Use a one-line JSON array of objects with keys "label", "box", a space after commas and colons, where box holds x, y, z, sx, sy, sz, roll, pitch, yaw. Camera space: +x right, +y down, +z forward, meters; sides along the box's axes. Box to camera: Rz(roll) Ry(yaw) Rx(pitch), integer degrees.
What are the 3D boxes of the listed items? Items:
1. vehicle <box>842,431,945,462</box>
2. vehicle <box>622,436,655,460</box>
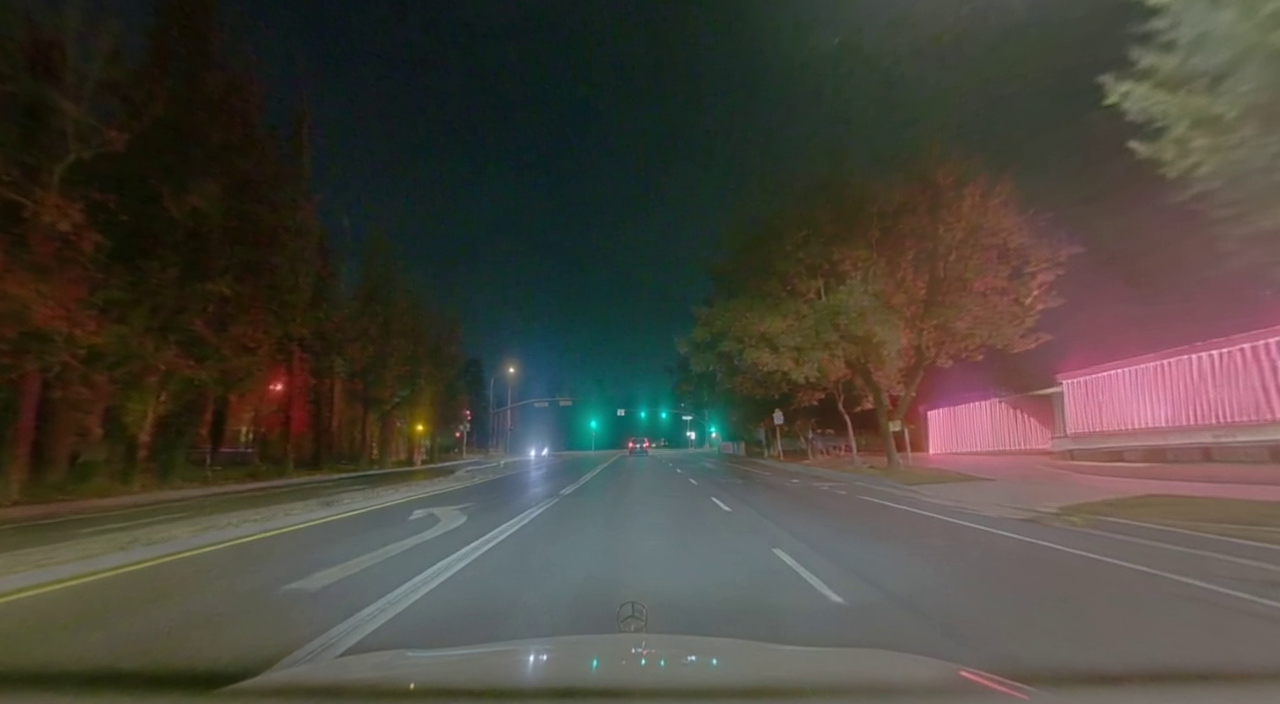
[{"label": "vehicle", "box": [14.004, 5.187, 34.909, 5.001, 1.554, 1.961, -3, -9, 31]}, {"label": "vehicle", "box": [-0.071, 6.780, 44.645, 2.196, 1.646, 4.109, 0, -8, 2]}]
